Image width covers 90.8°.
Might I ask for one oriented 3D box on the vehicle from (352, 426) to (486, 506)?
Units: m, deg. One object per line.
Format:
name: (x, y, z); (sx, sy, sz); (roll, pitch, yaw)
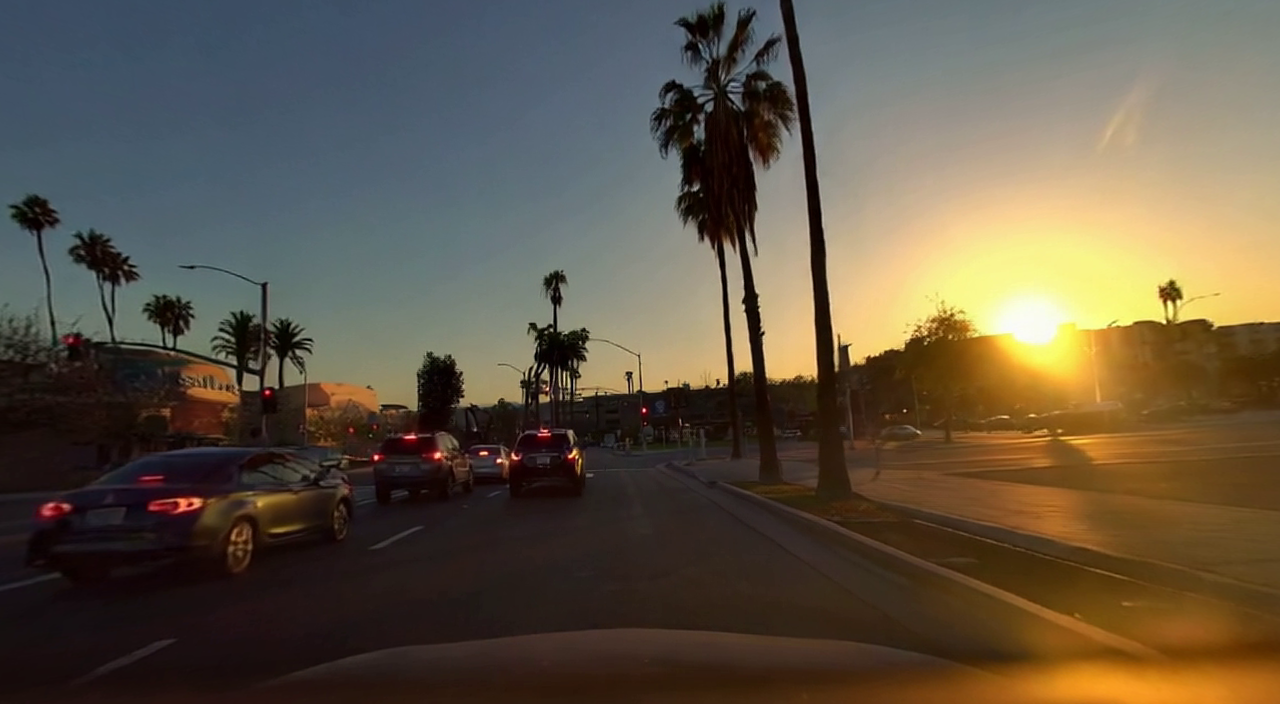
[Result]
vehicle: (-5.828, 3.056, 17.411); (2.025, 1.862, 4.804); (0, -9, -1)

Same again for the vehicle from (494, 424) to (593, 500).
vehicle: (-2.430, 2.925, 17.108); (2.153, 1.759, 4.320); (0, -9, -2)

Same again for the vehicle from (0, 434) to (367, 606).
vehicle: (-5.540, 1.918, 8.311); (1.885, 1.567, 4.775); (0, -9, -2)
